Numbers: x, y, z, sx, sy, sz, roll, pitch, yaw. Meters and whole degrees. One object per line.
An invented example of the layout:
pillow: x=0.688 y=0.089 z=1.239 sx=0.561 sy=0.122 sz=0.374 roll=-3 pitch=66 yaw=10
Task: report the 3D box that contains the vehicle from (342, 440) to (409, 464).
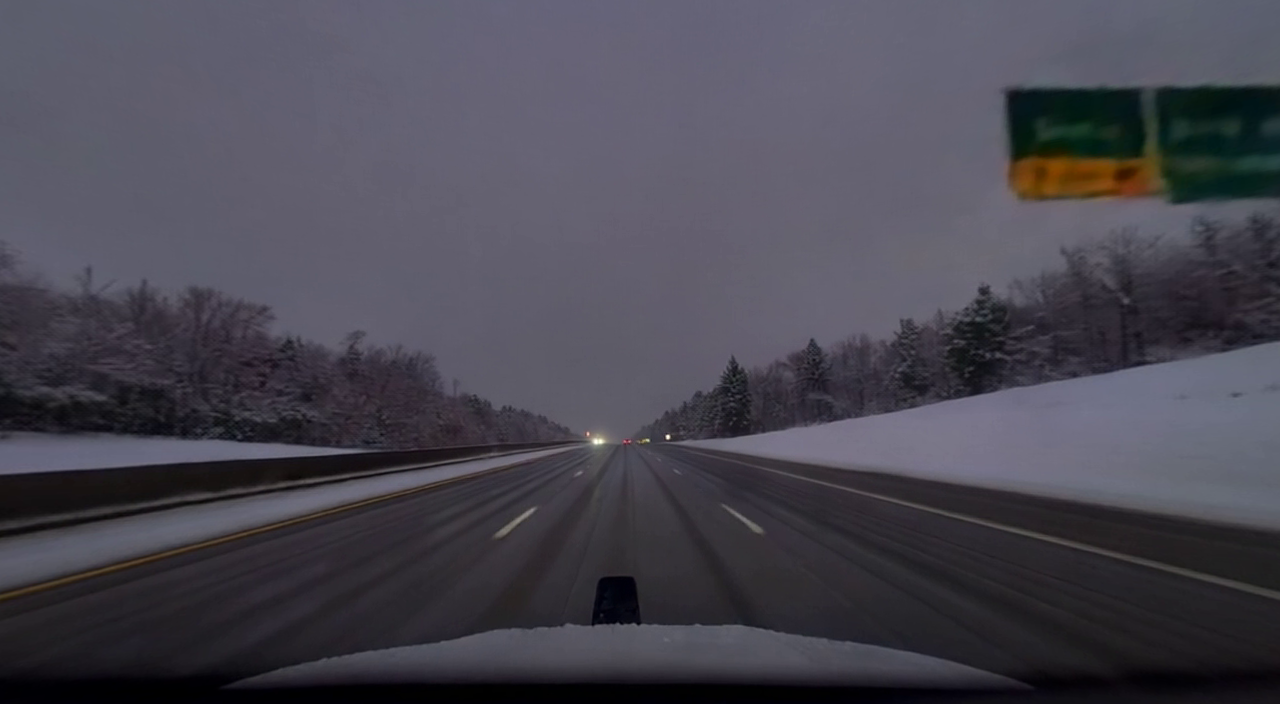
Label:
vehicle: x=-18.728 y=7.069 z=44.815 sx=2.404 sy=1.548 sz=5.453 roll=0 pitch=-8 yaw=0
